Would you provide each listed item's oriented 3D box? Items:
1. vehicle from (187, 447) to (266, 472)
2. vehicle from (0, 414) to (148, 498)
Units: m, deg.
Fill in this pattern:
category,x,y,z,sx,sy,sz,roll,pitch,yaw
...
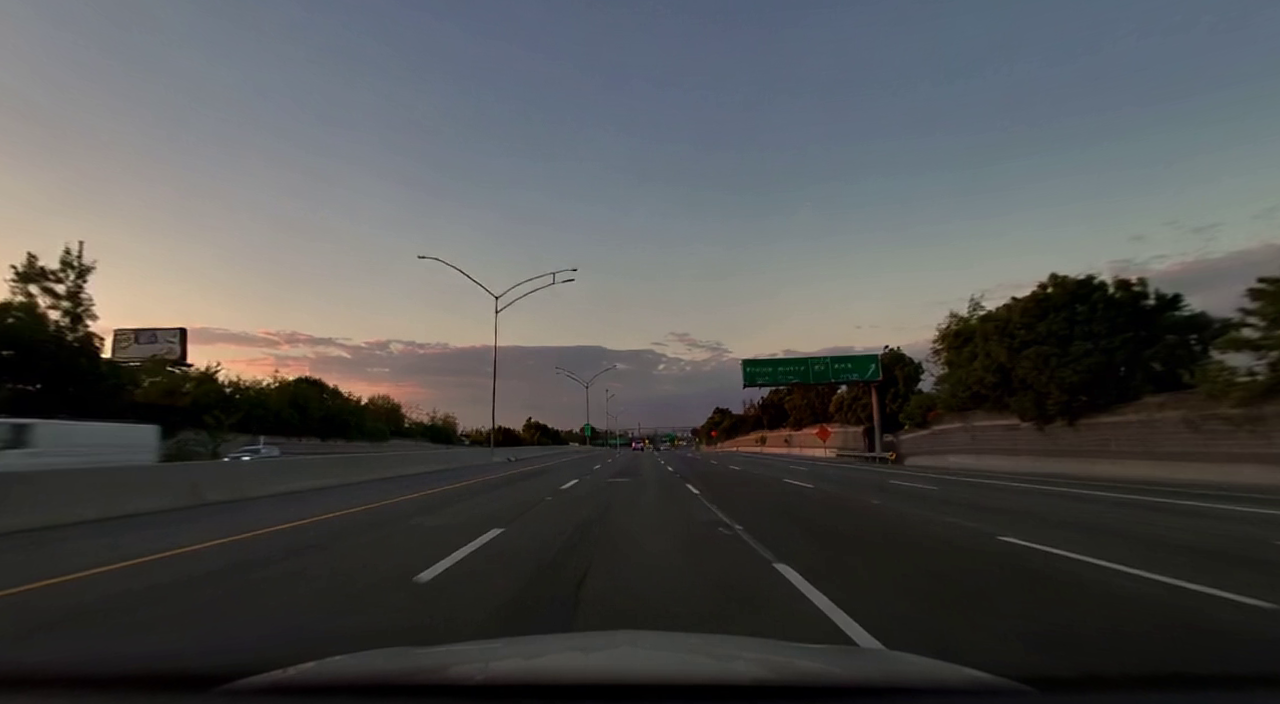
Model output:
category,x,y,z,sx,sy,sz,roll,pitch,yaw
vehicle,-31.953,8.291,49.060,2.240,1.819,5.724,0,-8,1
vehicle,-15.059,2.494,15.248,2.031,1.831,5.342,0,-8,0
